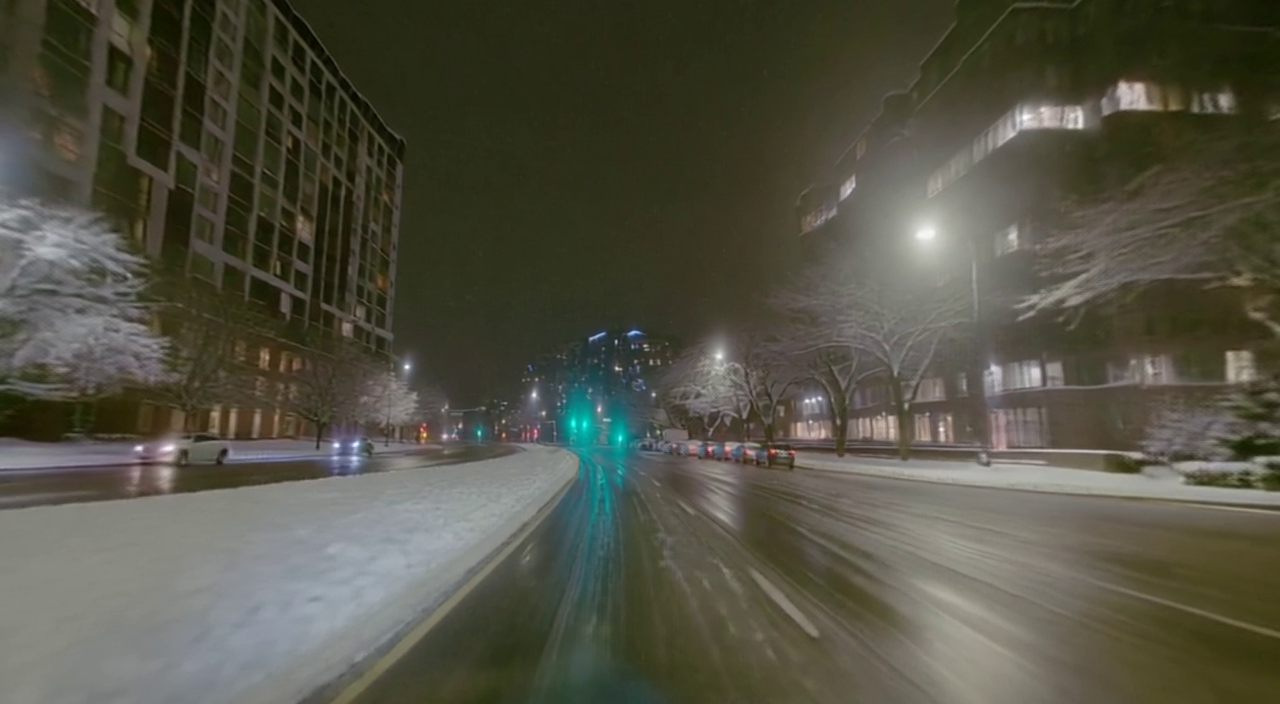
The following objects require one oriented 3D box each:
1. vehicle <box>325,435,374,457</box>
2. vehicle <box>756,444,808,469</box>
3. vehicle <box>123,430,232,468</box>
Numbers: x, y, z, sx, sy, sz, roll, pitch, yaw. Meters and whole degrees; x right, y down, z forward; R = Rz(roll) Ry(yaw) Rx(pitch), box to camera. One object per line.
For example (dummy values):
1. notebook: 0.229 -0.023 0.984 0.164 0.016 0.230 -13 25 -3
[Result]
1. vehicle: -21.288 6.895 46.462 1.938 1.524 4.107 1 -9 -5
2. vehicle: 8.967 6.639 40.295 1.907 1.524 4.381 1 -9 -6
3. vehicle: -19.416 4.097 26.779 1.822 1.453 4.053 1 -9 -5
